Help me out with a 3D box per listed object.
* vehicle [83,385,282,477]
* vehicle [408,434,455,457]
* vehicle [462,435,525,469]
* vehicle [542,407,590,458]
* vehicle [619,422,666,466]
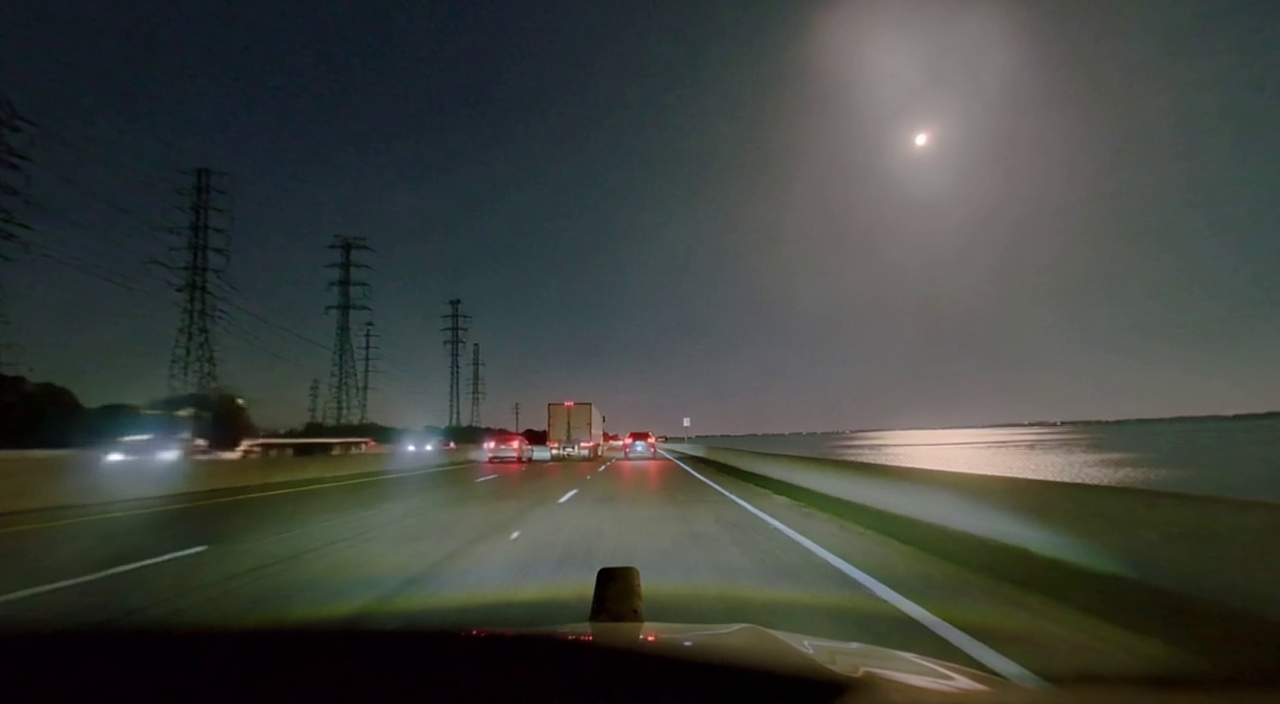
[{"bbox_3d":[-19.370,3.515,27.623,2.798,3.444,7.712,0,-8,0],"label":"vehicle"},{"bbox_3d":[-16.361,7.369,49.736,1.972,1.723,4.983,0,-8,0],"label":"vehicle"},{"bbox_3d":[-7.121,4.899,31.166,2.004,1.545,4.513,0,-8,1],"label":"vehicle"},{"bbox_3d":[-3.746,4.154,32.392,2.178,2.522,2.054,0,-8,1],"label":"vehicle"},{"bbox_3d":[0.137,4.919,33.689,2.358,2.144,4.713,0,-8,0],"label":"vehicle"}]
